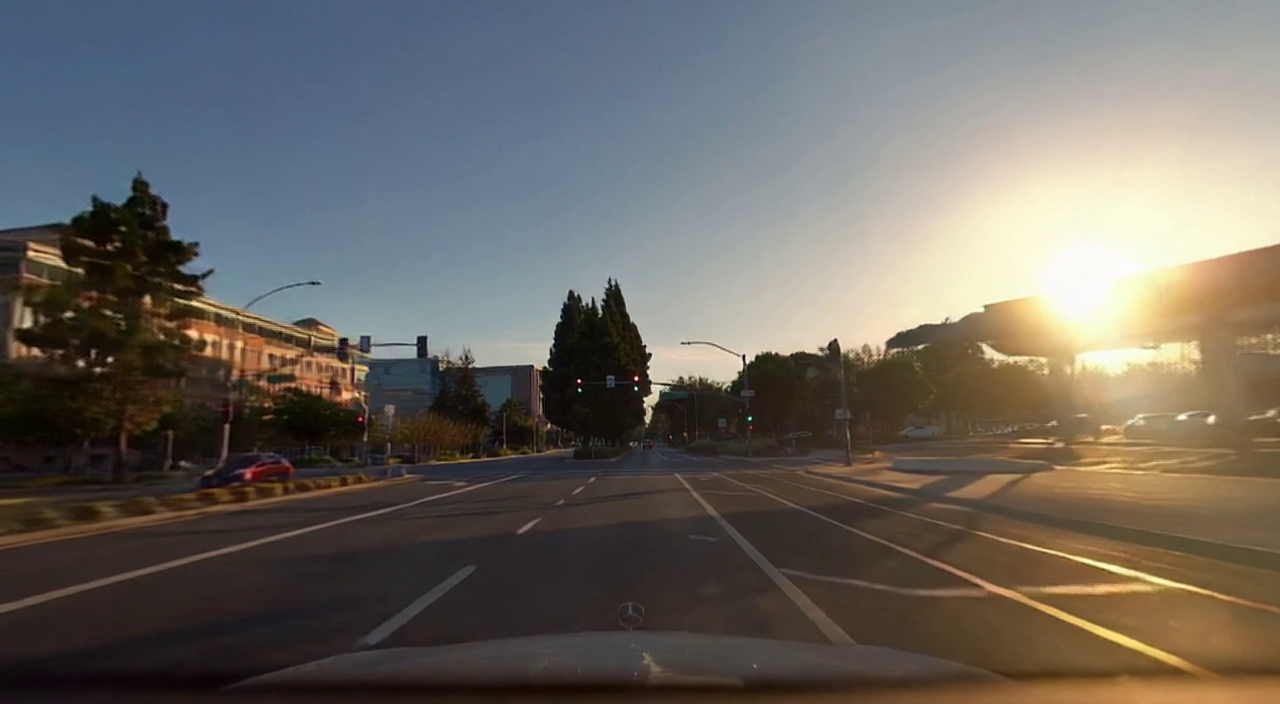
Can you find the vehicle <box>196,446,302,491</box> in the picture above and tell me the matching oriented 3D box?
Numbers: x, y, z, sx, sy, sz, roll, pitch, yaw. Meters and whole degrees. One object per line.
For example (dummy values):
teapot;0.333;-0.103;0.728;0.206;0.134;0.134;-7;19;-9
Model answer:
vehicle;-16.262;4.818;26.505;1.999;1.710;4.228;1;-8;-6
